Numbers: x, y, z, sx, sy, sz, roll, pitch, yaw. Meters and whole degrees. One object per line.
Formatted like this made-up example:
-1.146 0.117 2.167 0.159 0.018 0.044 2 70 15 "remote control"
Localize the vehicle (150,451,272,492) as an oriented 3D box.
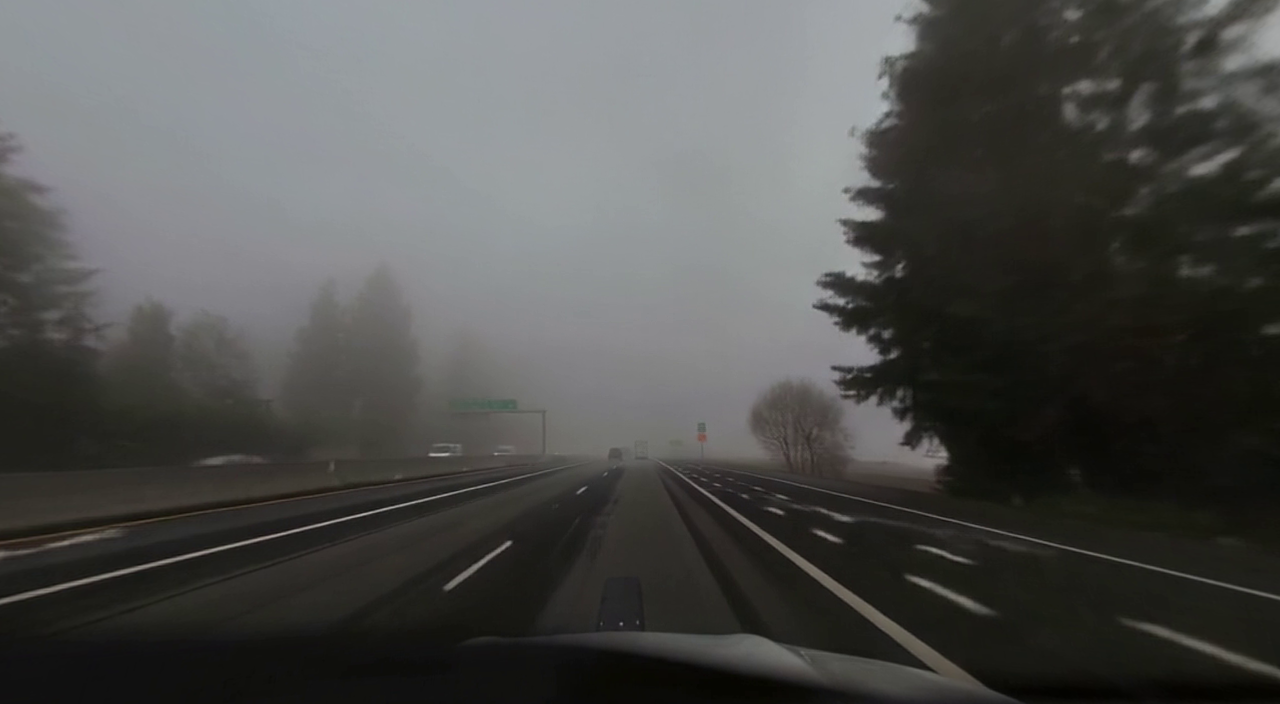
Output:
-16.228 4.494 24.148 1.799 1.408 4.076 0 -9 0 "vehicle"
